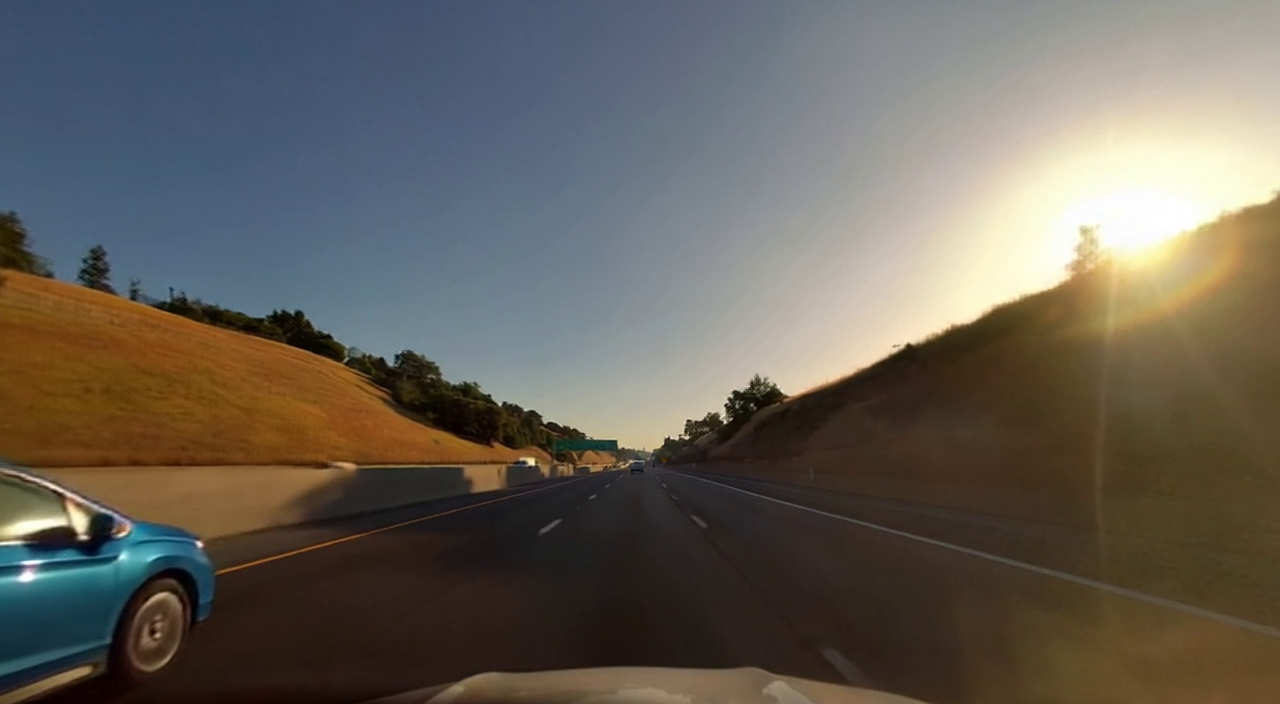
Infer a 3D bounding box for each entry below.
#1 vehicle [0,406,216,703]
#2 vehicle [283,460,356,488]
[{"bbox_3d":[-3.187,0.717,0.956,2.016,1.506,4.387,1,-11,-1],"label":"vehicle"},{"bbox_3d":[-18.645,7.127,36.905,1.838,1.452,4.566,1,-11,1],"label":"vehicle"}]
